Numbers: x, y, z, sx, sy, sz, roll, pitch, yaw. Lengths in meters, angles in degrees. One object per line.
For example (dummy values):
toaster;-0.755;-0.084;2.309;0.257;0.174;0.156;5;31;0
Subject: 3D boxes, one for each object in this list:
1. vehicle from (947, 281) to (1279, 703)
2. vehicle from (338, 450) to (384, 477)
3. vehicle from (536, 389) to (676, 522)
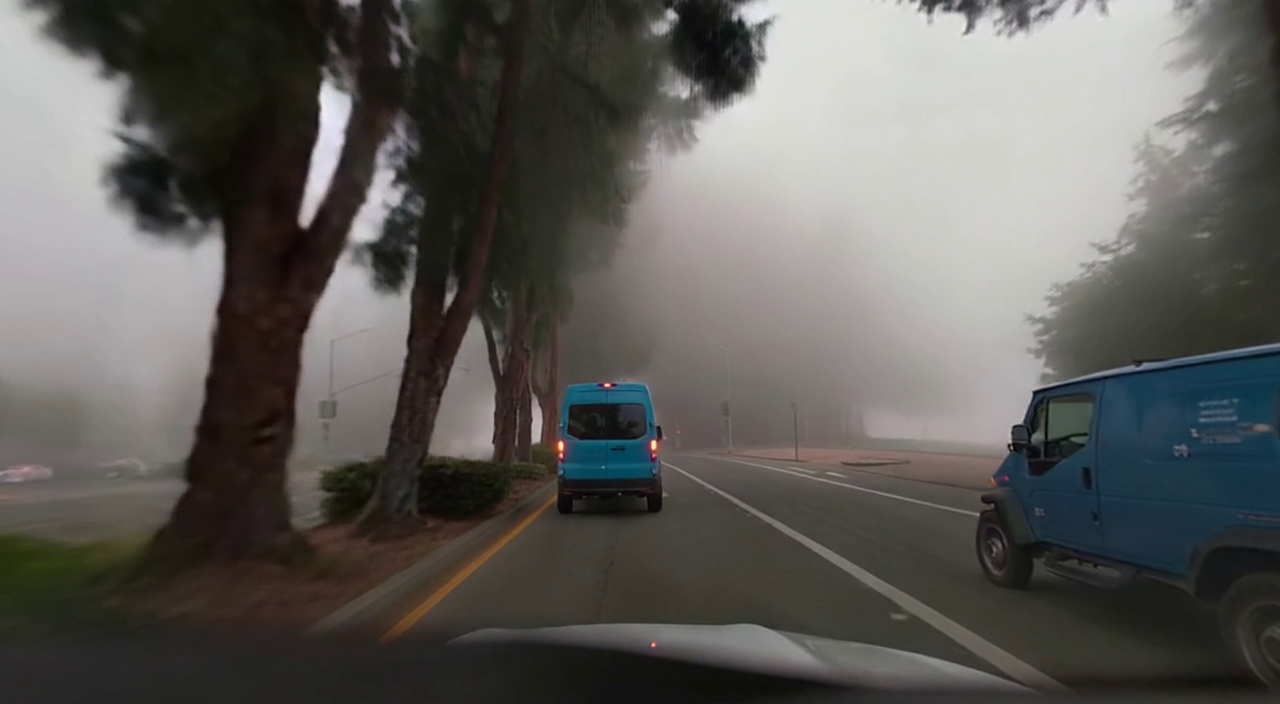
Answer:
vehicle;3.713;0.762;3.482;1.988;1.873;3.968;0;-9;0
vehicle;-16.921;6.772;38.524;1.833;1.504;4.141;2;-9;-14
vehicle;-0.497;1.925;11.995;2.145;2.046;4.309;0;-9;1
